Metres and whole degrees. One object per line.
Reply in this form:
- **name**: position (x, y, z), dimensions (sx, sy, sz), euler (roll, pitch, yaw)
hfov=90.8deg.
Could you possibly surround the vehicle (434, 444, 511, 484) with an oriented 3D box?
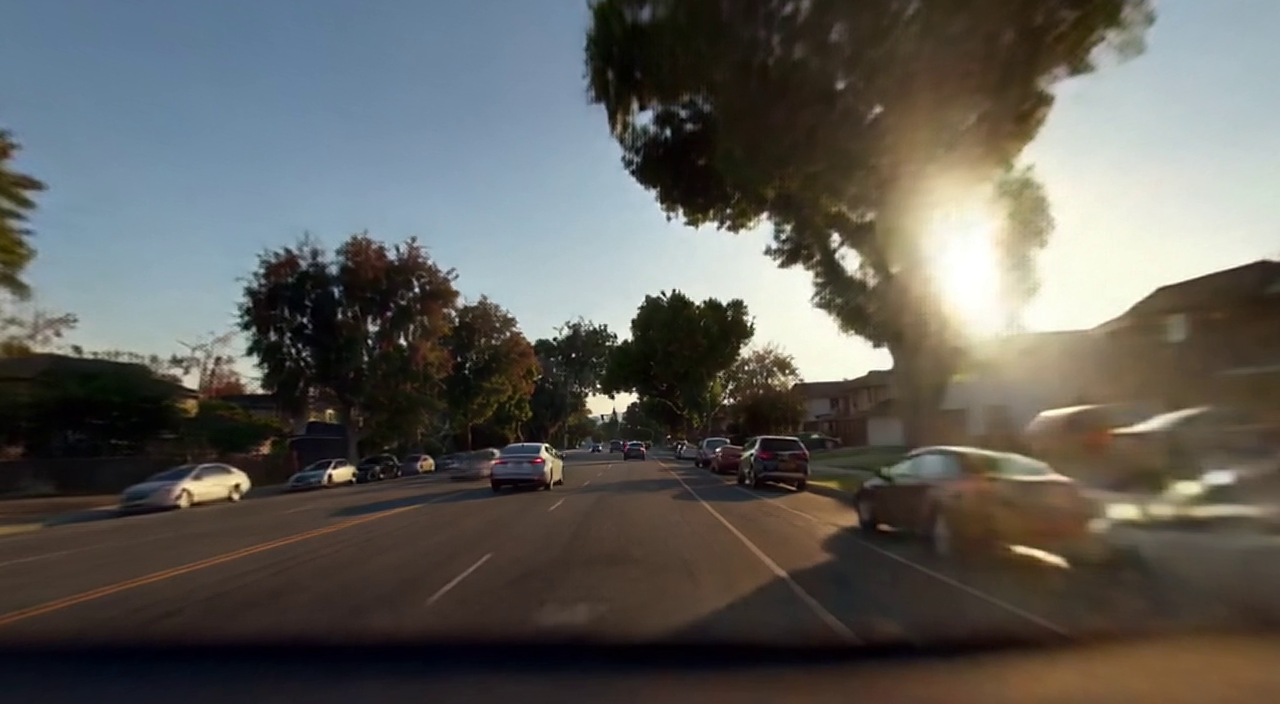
- **vehicle**: position (-6.713, 4.525, 25.865), dimensions (1.944, 1.466, 4.487), euler (0, -8, 0)

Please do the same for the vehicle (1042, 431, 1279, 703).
- **vehicle**: position (4.316, 1.097, 2.905), dimensions (1.944, 1.470, 4.530), euler (0, -8, 0)

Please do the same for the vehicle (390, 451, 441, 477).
- **vehicle**: position (-14.669, 7.359, 41.519), dimensions (1.811, 1.433, 4.564), euler (-6, -9, -2)

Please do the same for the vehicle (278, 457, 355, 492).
- **vehicle**: position (-14.849, 5.617, 29.217), dimensions (1.626, 1.439, 3.682), euler (0, -8, 0)

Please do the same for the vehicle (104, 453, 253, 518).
- **vehicle**: position (-14.730, 4.223, 20.500), dimensions (1.945, 1.613, 3.983), euler (-6, -8, -1)

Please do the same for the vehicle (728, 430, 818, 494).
- **vehicle**: position (4.075, 3.450, 20.135), dimensions (1.943, 1.788, 4.462), euler (0, -8, 1)

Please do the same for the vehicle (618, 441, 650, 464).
- **vehicle**: position (-0.386, 6.886, 43.446), dimensions (2.088, 1.495, 4.048), euler (0, -8, 0)

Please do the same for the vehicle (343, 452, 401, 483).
- **vehicle**: position (-14.547, 6.307, 34.454), dimensions (1.681, 1.419, 3.859), euler (-5, -10, -4)

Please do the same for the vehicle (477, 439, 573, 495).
- **vehicle**: position (-3.290, 3.402, 19.086), dimensions (2.027, 1.477, 4.413), euler (0, -8, 1)
